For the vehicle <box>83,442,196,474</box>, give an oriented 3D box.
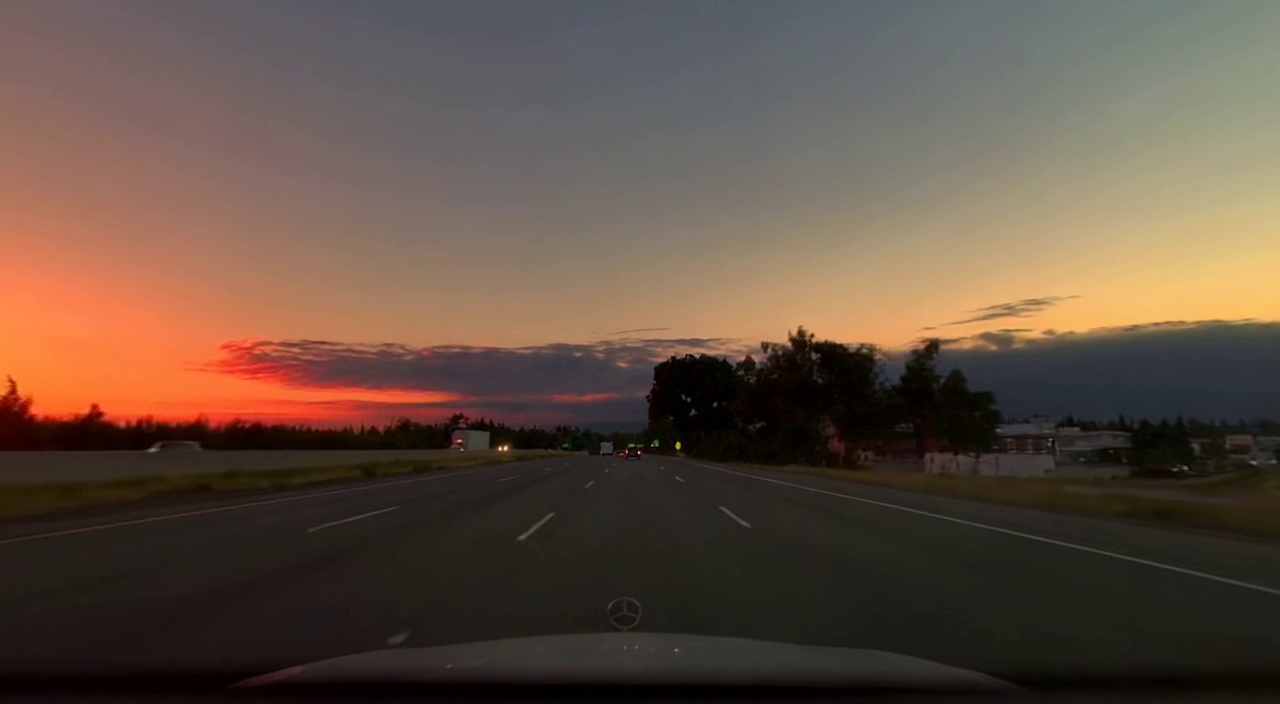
[{"bbox_3d":[-24.643,5.233,31.341,1.799,1.465,4.657,0,-9,0],"label":"vehicle"}]
